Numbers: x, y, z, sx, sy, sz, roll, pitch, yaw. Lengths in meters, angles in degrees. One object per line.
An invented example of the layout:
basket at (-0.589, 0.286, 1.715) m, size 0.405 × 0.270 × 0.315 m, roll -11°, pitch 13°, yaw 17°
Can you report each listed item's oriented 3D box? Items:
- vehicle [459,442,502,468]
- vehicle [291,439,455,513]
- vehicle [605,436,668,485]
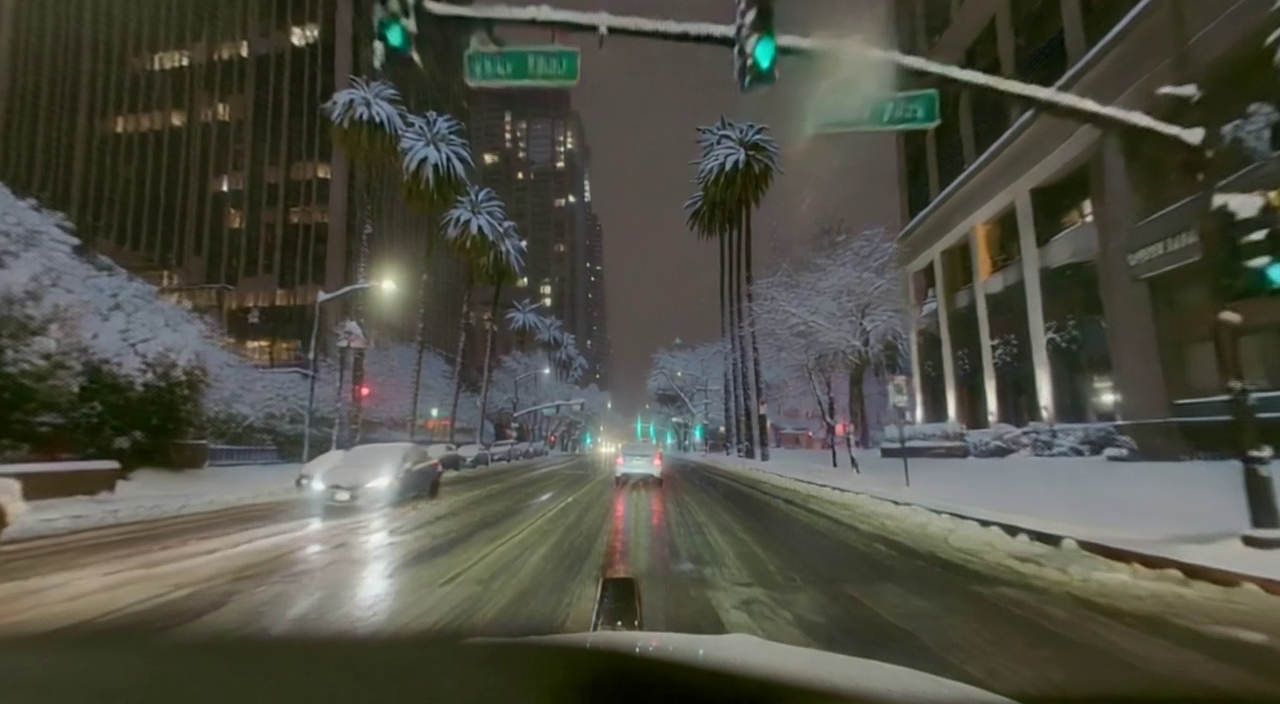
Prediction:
vehicle at (-12.203, 7.850, 48.424) m, size 1.981 × 1.803 × 4.835 m, roll 0°, pitch -8°, yaw 1°
vehicle at (-6.179, 2.865, 15.255) m, size 1.951 × 1.476 × 4.452 m, roll 0°, pitch -8°, yaw 1°
vehicle at (-0.130, 3.974, 23.550) m, size 2.145 × 1.632 × 3.972 m, roll 0°, pitch -8°, yaw 0°
